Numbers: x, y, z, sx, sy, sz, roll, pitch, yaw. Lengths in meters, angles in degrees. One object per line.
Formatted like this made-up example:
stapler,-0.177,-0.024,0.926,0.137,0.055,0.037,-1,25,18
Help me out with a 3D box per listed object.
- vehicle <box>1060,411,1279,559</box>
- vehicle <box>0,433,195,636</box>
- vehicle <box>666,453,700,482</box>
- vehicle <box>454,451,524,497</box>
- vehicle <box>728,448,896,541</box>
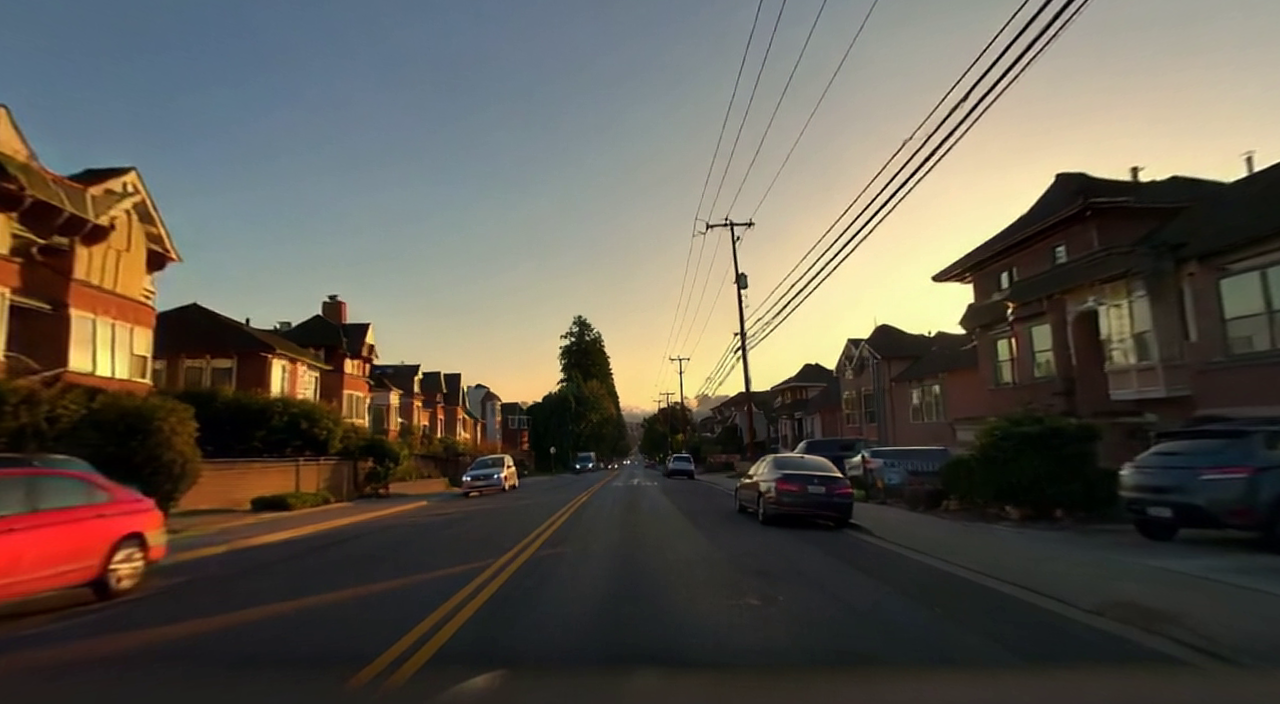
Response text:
vehicle,8.180,1.663,8.281,3.866,1.664,2.015,0,-8,0
vehicle,-6.206,1.477,4.896,1.971,1.631,4.944,-2,-10,-1
vehicle,2.842,7.664,42.138,1.945,1.792,3.903,0,-8,-1
vehicle,-6.536,5.346,27.884,2.056,1.741,4.532,-2,-10,-1
vehicle,3.213,2.735,12.873,2.076,1.513,4.305,0,-8,-2
